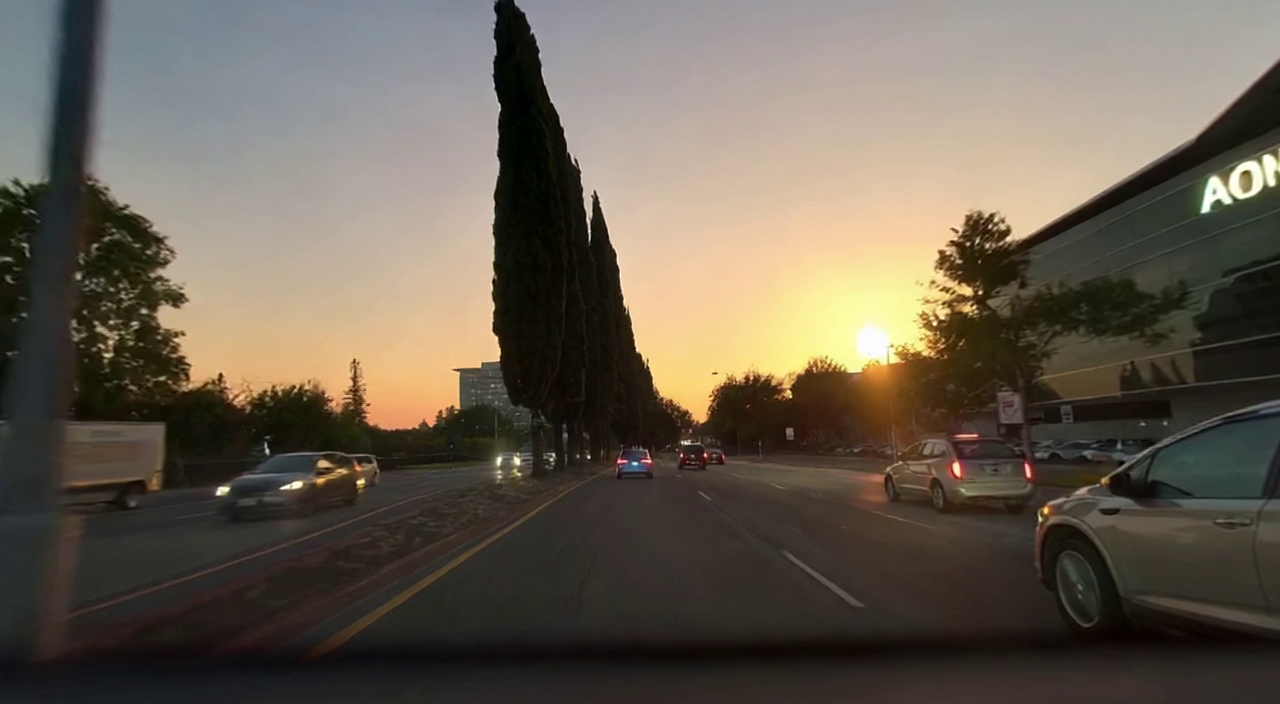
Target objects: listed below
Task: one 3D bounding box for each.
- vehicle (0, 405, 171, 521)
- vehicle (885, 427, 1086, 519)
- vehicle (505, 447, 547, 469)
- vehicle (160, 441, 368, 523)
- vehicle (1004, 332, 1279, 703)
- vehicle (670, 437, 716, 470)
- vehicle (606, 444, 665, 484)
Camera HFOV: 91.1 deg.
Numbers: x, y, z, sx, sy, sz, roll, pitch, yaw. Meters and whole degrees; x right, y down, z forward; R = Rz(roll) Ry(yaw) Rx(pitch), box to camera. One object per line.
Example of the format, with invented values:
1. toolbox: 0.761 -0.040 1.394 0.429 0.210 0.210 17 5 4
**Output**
1. vehicle: -16.072 2.900 16.694 2.450 2.674 5.904 0 -8 1
2. vehicle: 7.558 2.672 14.391 2.090 1.768 4.407 0 -8 0
3. vehicle: -8.498 7.918 47.099 2.082 1.588 4.710 0 -9 2
4. vehicle: -8.846 3.055 15.404 2.253 1.699 4.438 0 -9 1
5. vehicle: 3.597 0.741 2.033 2.090 1.763 4.560 0 -8 0
6. vehicle: 3.648 7.192 44.613 2.716 2.131 5.766 0 -8 0
7. vehicle: -0.183 4.749 26.937 2.315 1.563 4.080 0 -8 0
